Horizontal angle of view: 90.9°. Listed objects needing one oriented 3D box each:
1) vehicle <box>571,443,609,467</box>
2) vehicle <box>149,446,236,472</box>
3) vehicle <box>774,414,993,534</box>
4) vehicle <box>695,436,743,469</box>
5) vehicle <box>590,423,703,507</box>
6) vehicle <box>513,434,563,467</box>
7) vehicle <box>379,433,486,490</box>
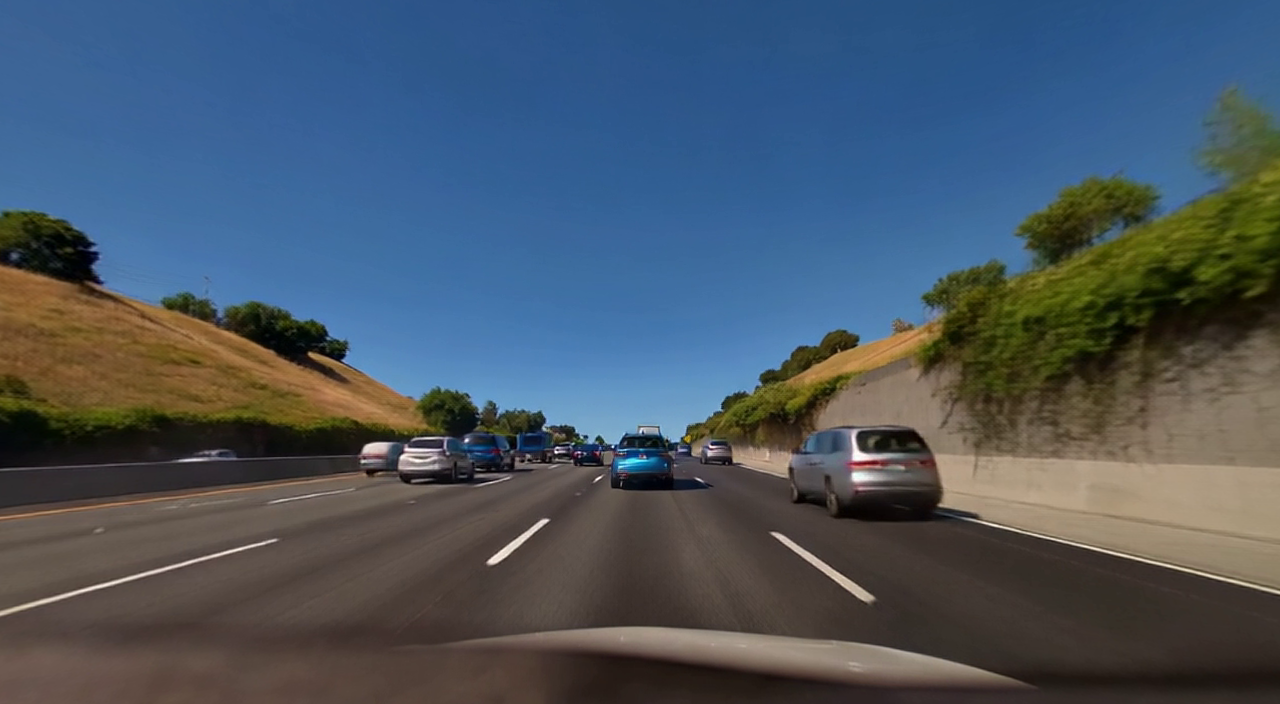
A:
[{"bbox_3d":[-3.147,6.573,40.427,2.108,1.442,4.143,0,-9,0],"label":"vehicle"},{"bbox_3d":[-28.330,6.775,40.153,1.944,1.510,4.728,0,-9,2],"label":"vehicle"},{"bbox_3d":[4.014,2.115,11.473,2.092,1.723,4.629,0,-9,0],"label":"vehicle"},{"bbox_3d":[4.757,6.167,38.953,2.204,1.852,5.845,0,-9,0],"label":"vehicle"},{"bbox_3d":[0.154,2.785,15.930,2.447,1.804,4.273,0,-9,0],"label":"vehicle"},{"bbox_3d":[-6.463,6.352,40.735,2.294,1.982,5.040,0,-9,1],"label":"vehicle"},{"bbox_3d":[-6.787,3.631,21.228,2.024,1.706,4.462,0,-9,1],"label":"vehicle"}]
